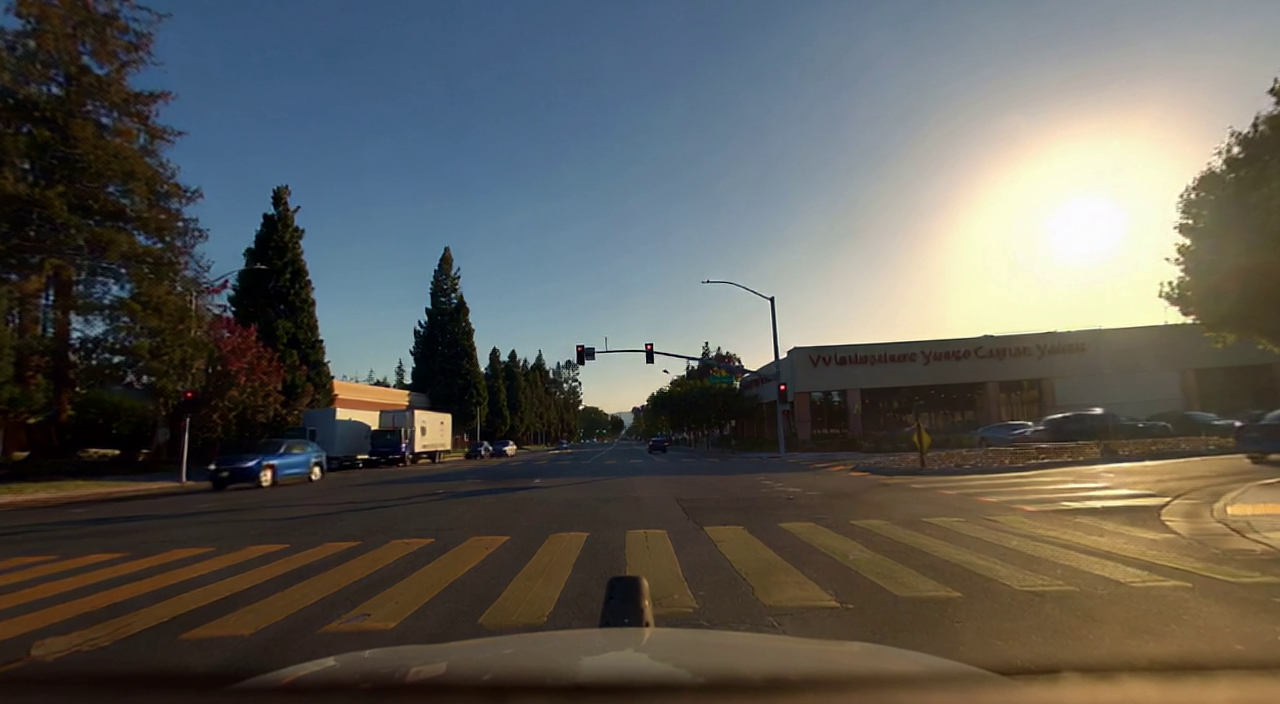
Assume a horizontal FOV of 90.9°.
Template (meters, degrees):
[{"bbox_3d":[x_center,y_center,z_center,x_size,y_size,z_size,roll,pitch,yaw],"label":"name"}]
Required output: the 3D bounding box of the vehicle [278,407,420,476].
[{"bbox_3d":[-16.636,5.333,37.427,3.161,3.455,11.058,0,-8,0],"label":"vehicle"}]

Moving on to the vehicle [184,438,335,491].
[{"bbox_3d":[-11.876,3.520,20.140,1.996,1.489,4.566,0,-8,0],"label":"vehicle"}]

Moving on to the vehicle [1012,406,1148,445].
[{"bbox_3d":[19.552,3.325,28.149,4.566,1.670,2.000,0,-8,-2],"label":"vehicle"}]

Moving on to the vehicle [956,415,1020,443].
[{"bbox_3d":[23.207,5.218,42.149,1.930,1.761,3.911,0,-8,-1],"label":"vehicle"}]

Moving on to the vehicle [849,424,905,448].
[{"bbox_3d":[17.419,6.240,46.507,3.329,1.415,1.821,-6,-9,2],"label":"vehicle"}]

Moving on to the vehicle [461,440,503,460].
[{"bbox_3d":[-12.136,7.578,48.724,1.996,1.482,4.772,0,-8,1],"label":"vehicle"}]
